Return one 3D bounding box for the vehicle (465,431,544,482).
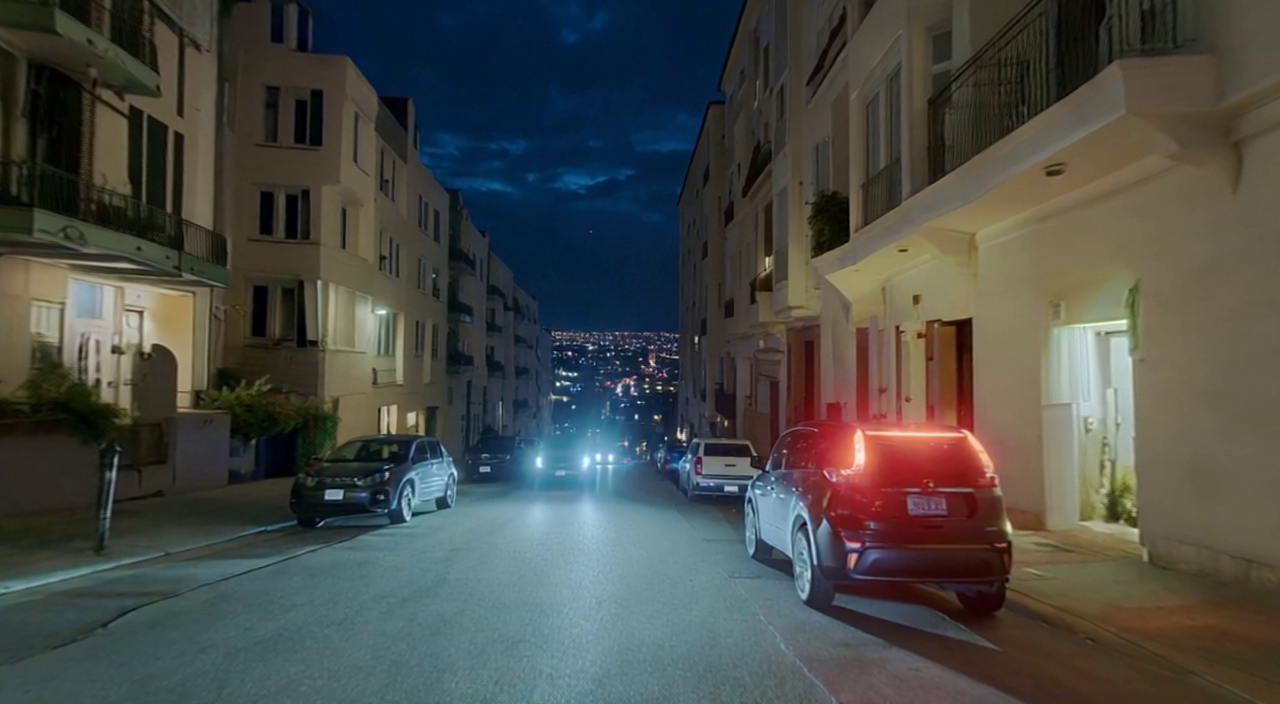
[{"bbox_3d":[-4.840,3.793,23.007,1.942,1.521,3.761,5,-9,0],"label":"vehicle"}]

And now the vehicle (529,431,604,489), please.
[{"bbox_3d":[-2.071,3.126,18.648,1.845,1.544,3.388,0,-8,0],"label":"vehicle"}]

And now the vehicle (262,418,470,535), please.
[{"bbox_3d":[-4.542,2.151,11.321,1.883,1.499,4.426,6,-10,-3],"label":"vehicle"}]

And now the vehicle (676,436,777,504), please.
[{"bbox_3d":[2.005,2.863,15.893,1.786,1.447,4.314,0,-8,-2],"label":"vehicle"}]

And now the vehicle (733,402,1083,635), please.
[{"bbox_3d":[2.257,1.479,6.620,1.839,1.678,3.918,0,-8,-2],"label":"vehicle"}]
